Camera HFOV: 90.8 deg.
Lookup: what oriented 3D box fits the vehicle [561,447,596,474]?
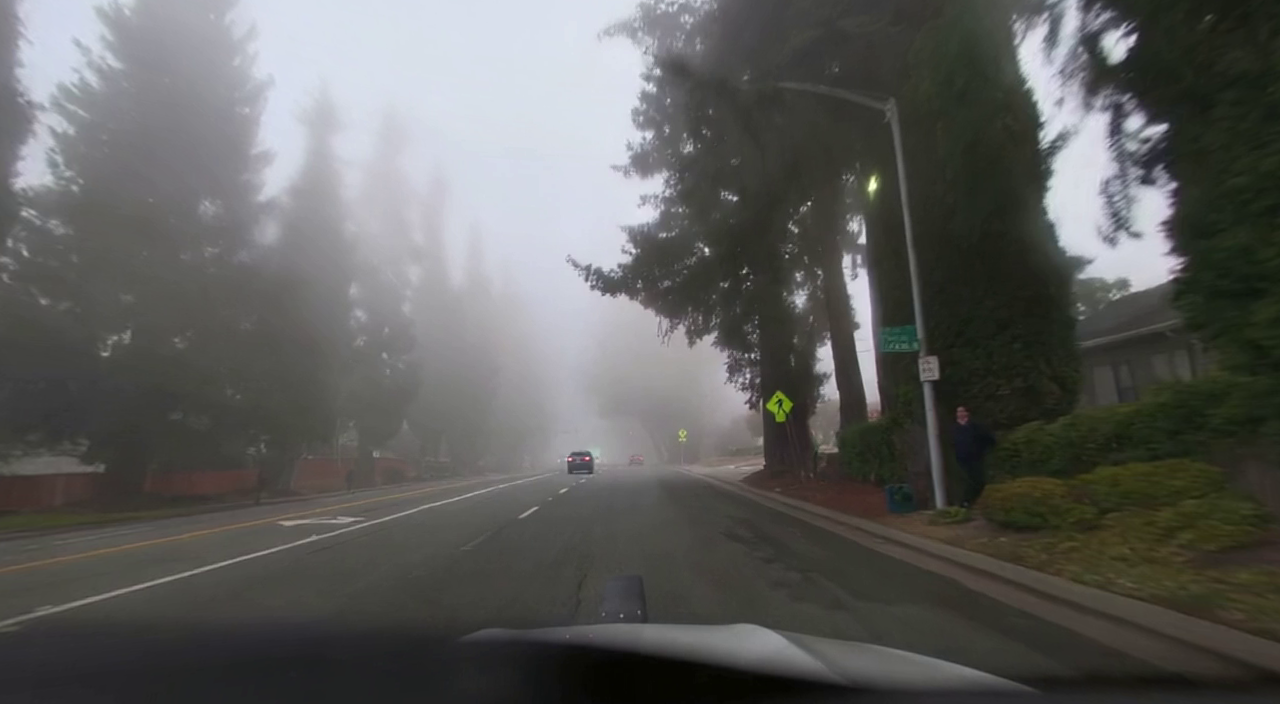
[{"bbox_3d":[-4.258,7.560,44.211,2.065,1.714,4.272,0,-9,0],"label":"vehicle"}]
